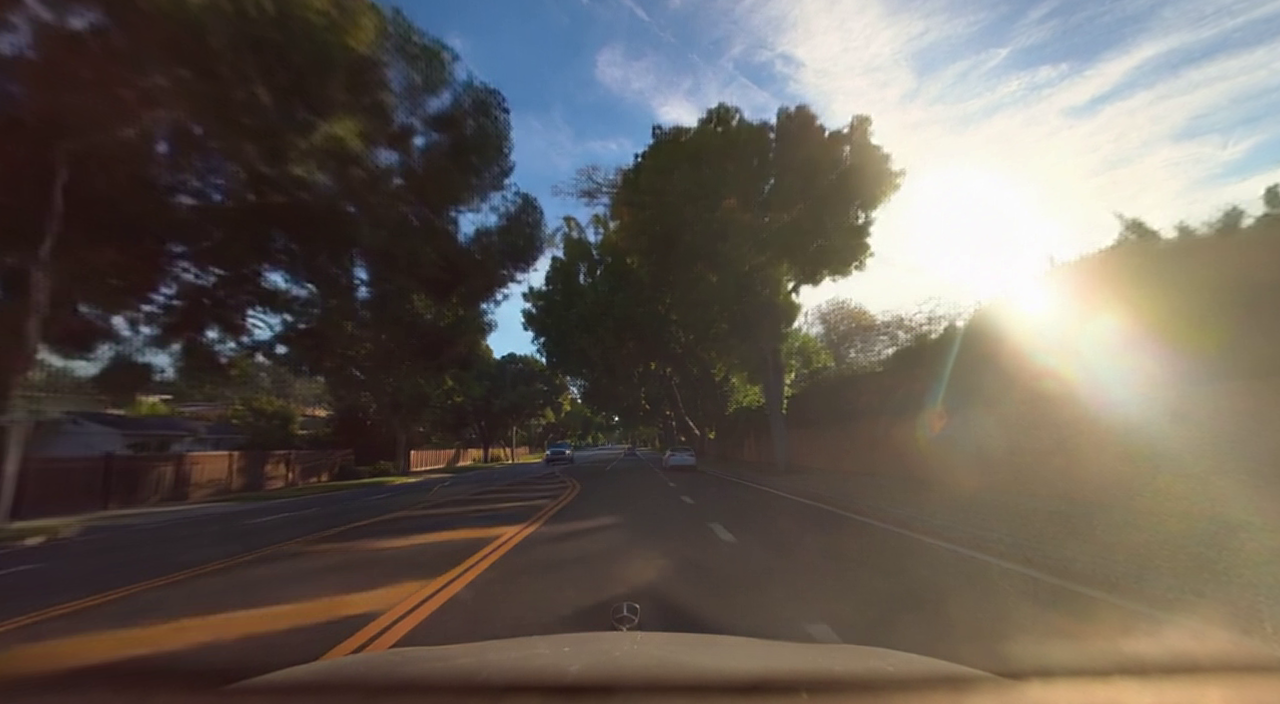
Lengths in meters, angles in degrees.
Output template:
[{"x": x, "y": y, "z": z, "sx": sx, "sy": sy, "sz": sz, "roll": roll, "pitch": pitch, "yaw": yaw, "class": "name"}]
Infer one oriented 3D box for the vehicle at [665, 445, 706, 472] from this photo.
[{"x": 2.536, "y": 6.107, "z": 36.415, "sx": 1.991, "sy": 1.476, "sz": 4.153, "roll": 0, "pitch": -9, "yaw": -1, "class": "vehicle"}]
